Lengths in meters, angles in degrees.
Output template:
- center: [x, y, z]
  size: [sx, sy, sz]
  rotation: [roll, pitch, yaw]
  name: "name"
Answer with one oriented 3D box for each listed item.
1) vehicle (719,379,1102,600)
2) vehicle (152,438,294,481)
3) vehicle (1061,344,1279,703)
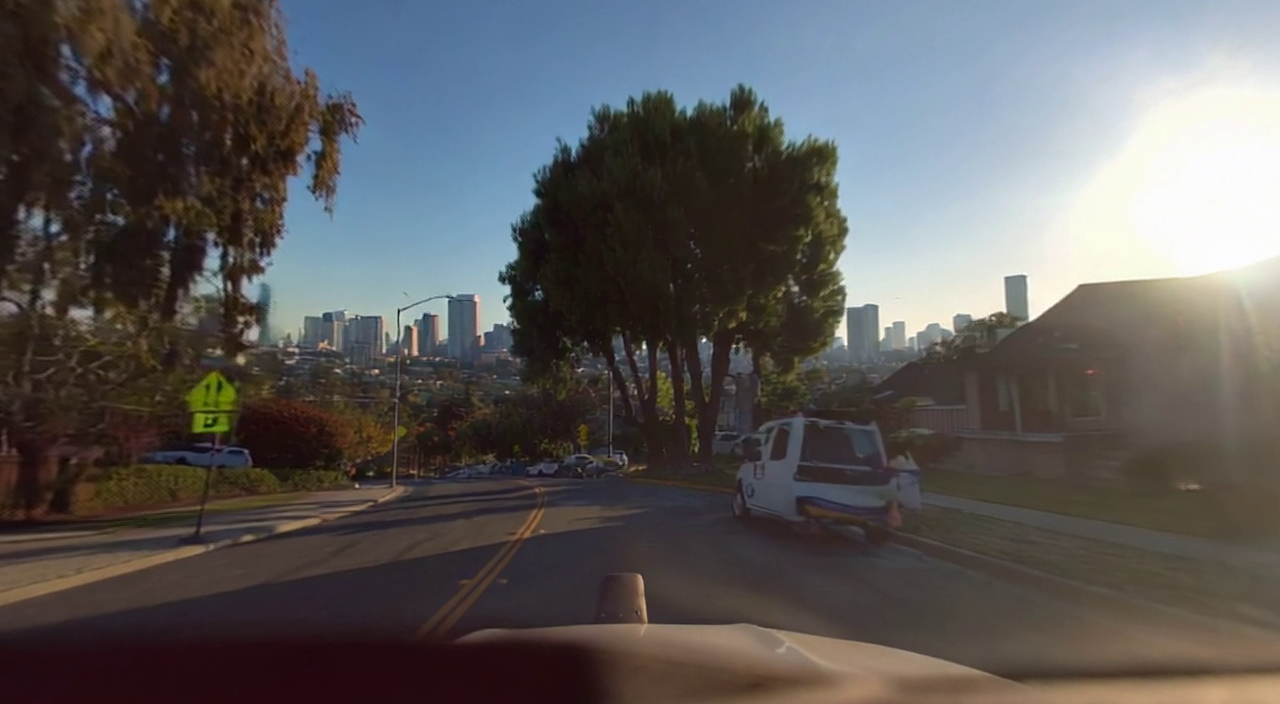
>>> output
- center: [2.657, 1.580, 8.140]
  size: [2.180, 1.849, 5.423]
  rotation: [0, -9, -4]
  name: "vehicle"
- center: [-17.375, 4.479, 26.543]
  size: [4.464, 1.681, 1.906]
  rotation: [2, -9, -14]
  name: "vehicle"
- center: [3.069, 0.590, 0.666]
  size: [1.965, 1.663, 4.744]
  rotation: [0, -9, 0]
  name: "vehicle"
